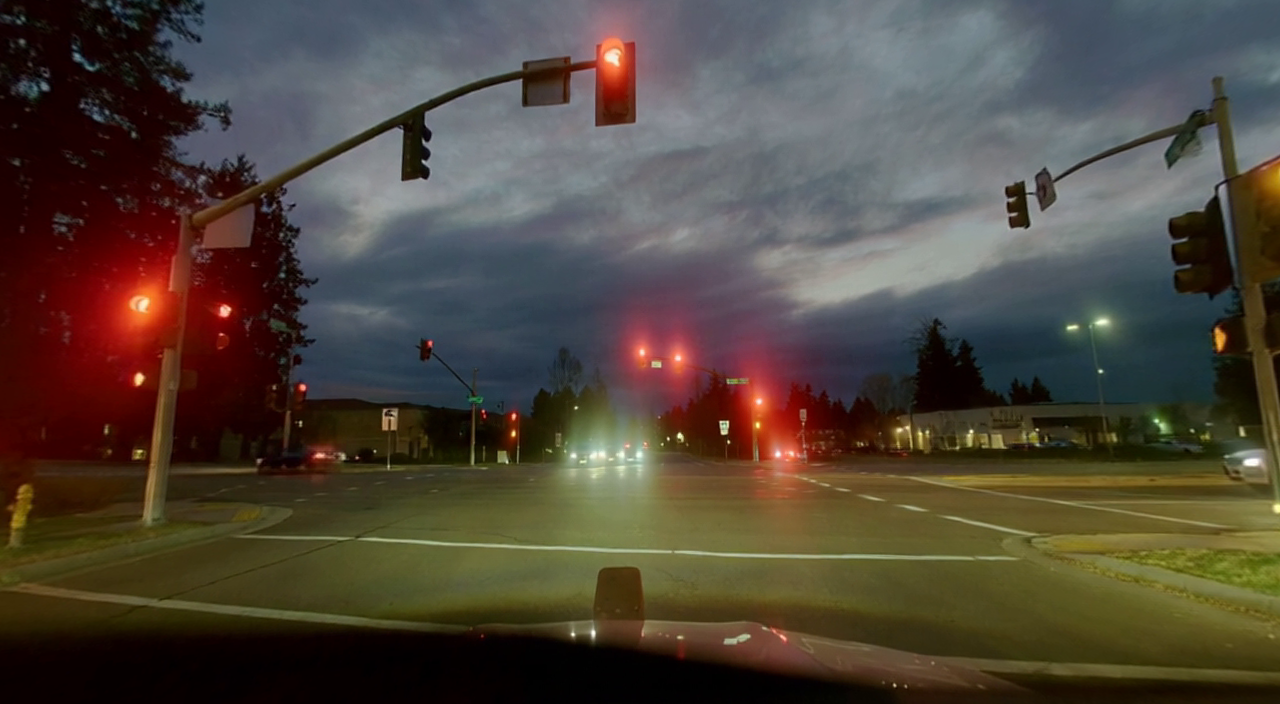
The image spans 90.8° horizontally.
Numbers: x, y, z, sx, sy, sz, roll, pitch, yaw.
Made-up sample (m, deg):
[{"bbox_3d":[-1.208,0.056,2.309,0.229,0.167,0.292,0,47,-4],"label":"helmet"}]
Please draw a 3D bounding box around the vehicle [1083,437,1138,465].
[{"bbox_3d":[26.967,5.659,36.141,2.092,1.474,4.046,-8,-11,40],"label":"vehicle"}]

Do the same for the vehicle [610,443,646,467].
[{"bbox_3d":[-0.856,6.828,41.989,2.056,1.492,3.937,1,-9,-6],"label":"vehicle"}]

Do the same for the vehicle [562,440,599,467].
[{"bbox_3d":[-4.106,7.107,44.292,2.251,1.756,4.610,0,-9,-2],"label":"vehicle"}]

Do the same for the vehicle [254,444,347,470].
[{"bbox_3d":[-19.752,6.121,36.806,4.628,1.414,1.897,-3,-9,15],"label":"vehicle"}]
